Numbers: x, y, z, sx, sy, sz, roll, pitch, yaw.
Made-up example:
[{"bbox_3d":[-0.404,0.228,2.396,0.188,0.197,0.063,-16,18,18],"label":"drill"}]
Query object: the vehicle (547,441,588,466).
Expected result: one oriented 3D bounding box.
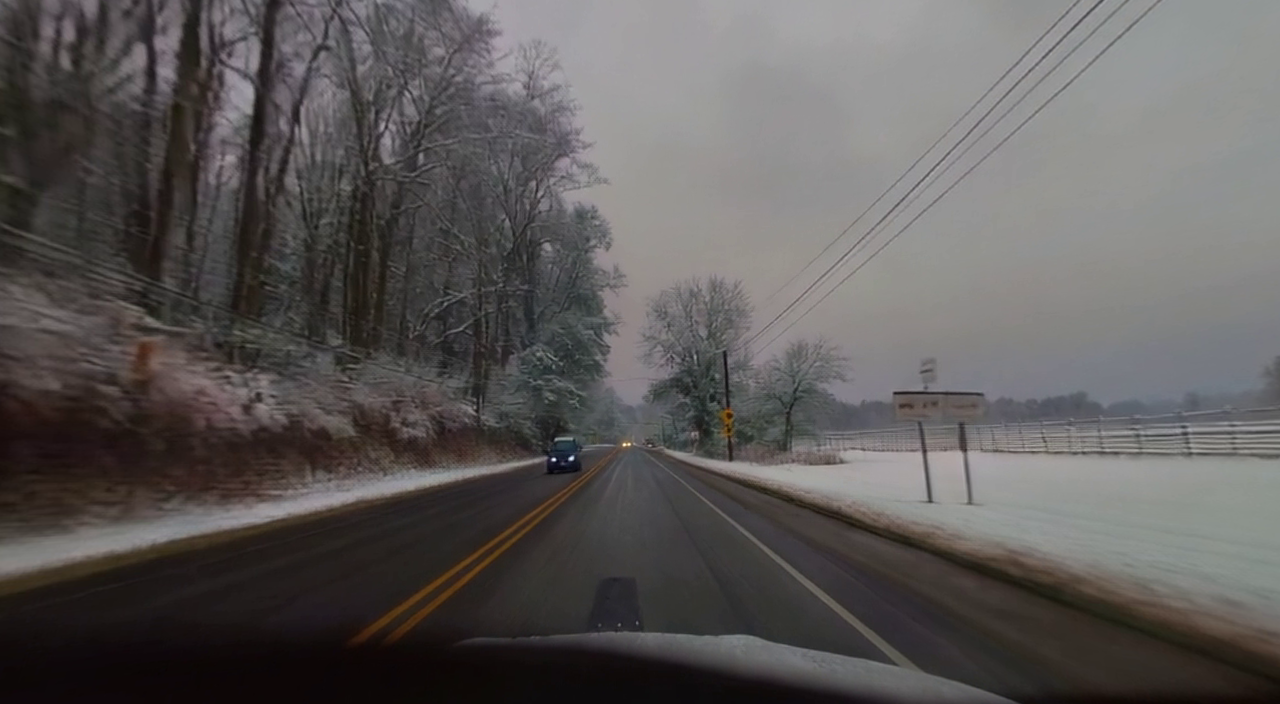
[{"bbox_3d":[-4.471,6.343,39.588,2.083,1.476,4.513,0,-9,0],"label":"vehicle"}]
